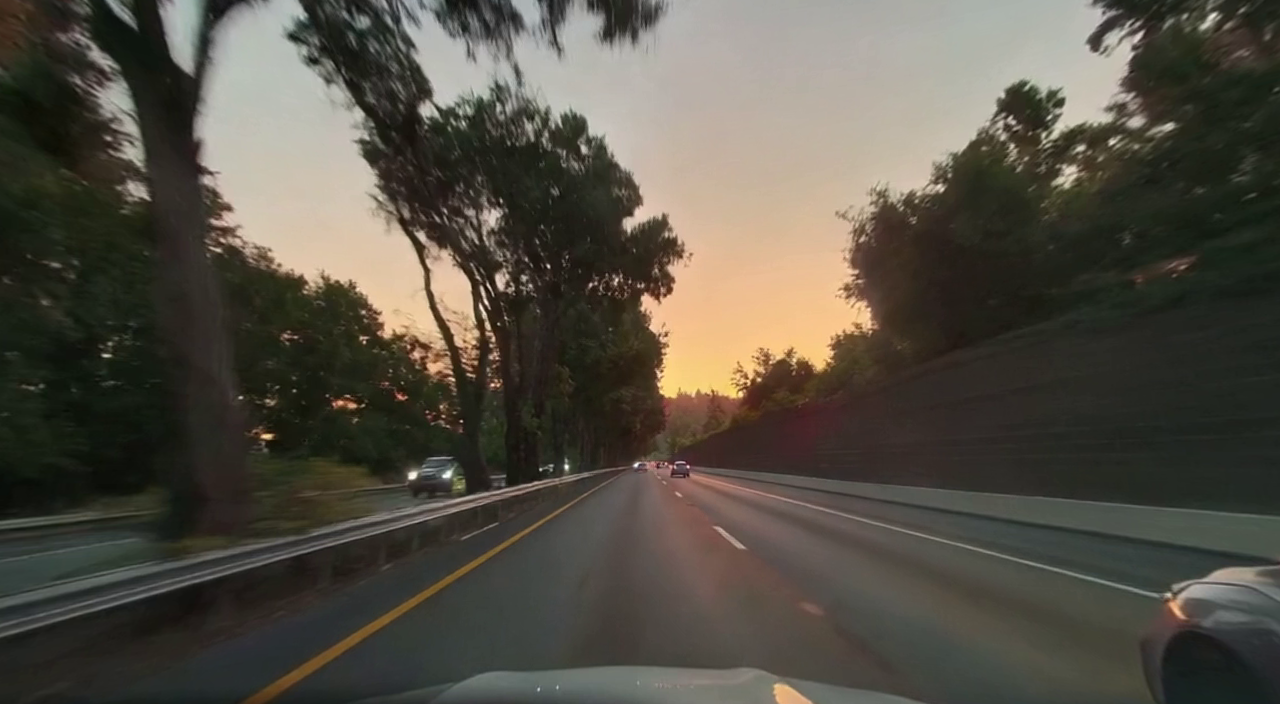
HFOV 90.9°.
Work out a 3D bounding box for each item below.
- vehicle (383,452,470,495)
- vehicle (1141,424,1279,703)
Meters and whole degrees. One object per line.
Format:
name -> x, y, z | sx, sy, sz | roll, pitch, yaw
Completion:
vehicle -> -8.362, 4.828, 25.088 | 2.040, 1.520, 3.887 | 1, -10, 1
vehicle -> 3.665, 0.837, 1.384 | 1.825, 1.494, 3.959 | 1, -10, 0
